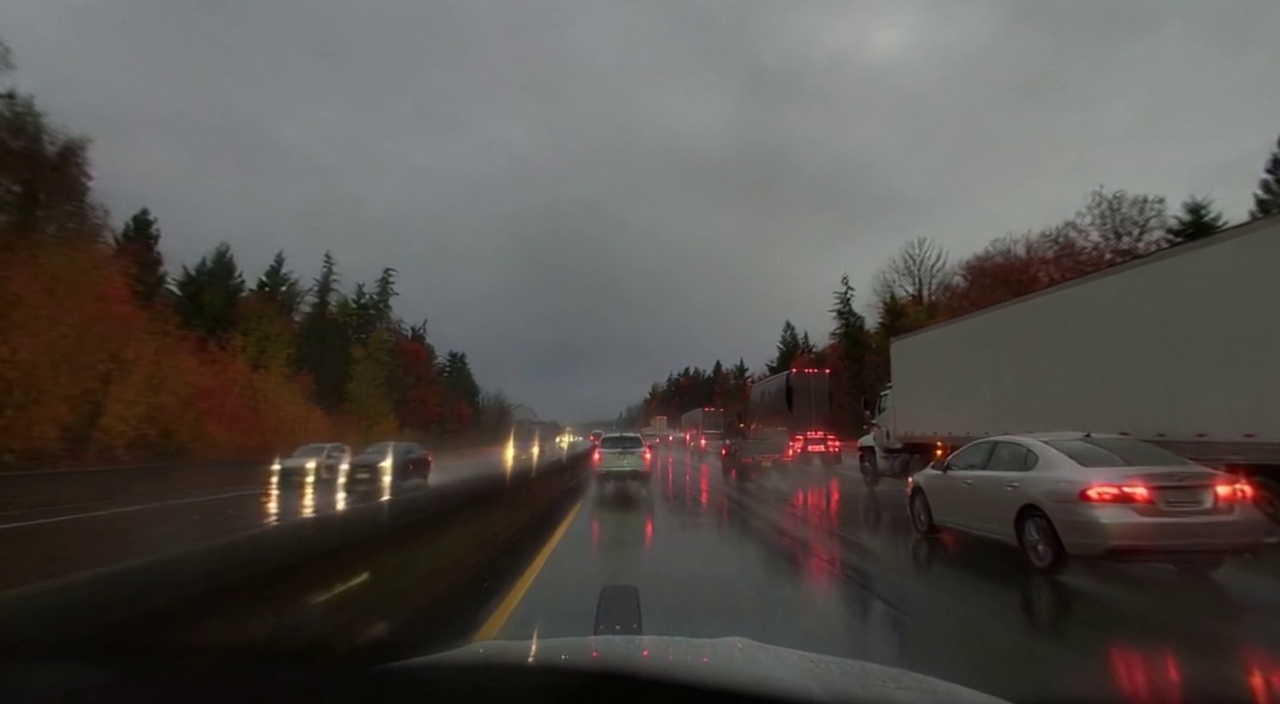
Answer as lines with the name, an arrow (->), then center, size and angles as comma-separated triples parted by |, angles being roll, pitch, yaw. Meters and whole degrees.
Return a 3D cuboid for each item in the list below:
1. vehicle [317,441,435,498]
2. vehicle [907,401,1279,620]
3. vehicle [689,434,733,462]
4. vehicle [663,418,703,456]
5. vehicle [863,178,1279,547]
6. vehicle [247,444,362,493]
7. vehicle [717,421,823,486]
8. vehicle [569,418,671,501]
vehicle -> -8.069, 3.584, 19.698 | 1.921, 1.533, 4.091 | 0, -8, 0
vehicle -> 4.726, 1.390, 6.529 | 2.040, 1.523, 4.068 | 0, -8, -1
vehicle -> 3.846, 5.246, 34.568 | 1.865, 1.471, 3.916 | 0, -8, -2
vehicle -> 3.137, 6.331, 46.958 | 2.395, 2.656, 6.037 | 0, -8, -2
vehicle -> 8.434, 0.817, 12.191 | 2.867, 4.066, 13.802 | 0, -8, -1
vehicle -> -12.158, 4.217, 23.154 | 1.962, 1.575, 4.204 | 0, -8, -1
vehicle -> 3.662, 2.931, 18.526 | 2.147, 1.707, 3.963 | 0, -8, -2
vehicle -> -0.443, 2.520, 15.253 | 2.087, 1.709, 4.455 | 0, -8, -1
